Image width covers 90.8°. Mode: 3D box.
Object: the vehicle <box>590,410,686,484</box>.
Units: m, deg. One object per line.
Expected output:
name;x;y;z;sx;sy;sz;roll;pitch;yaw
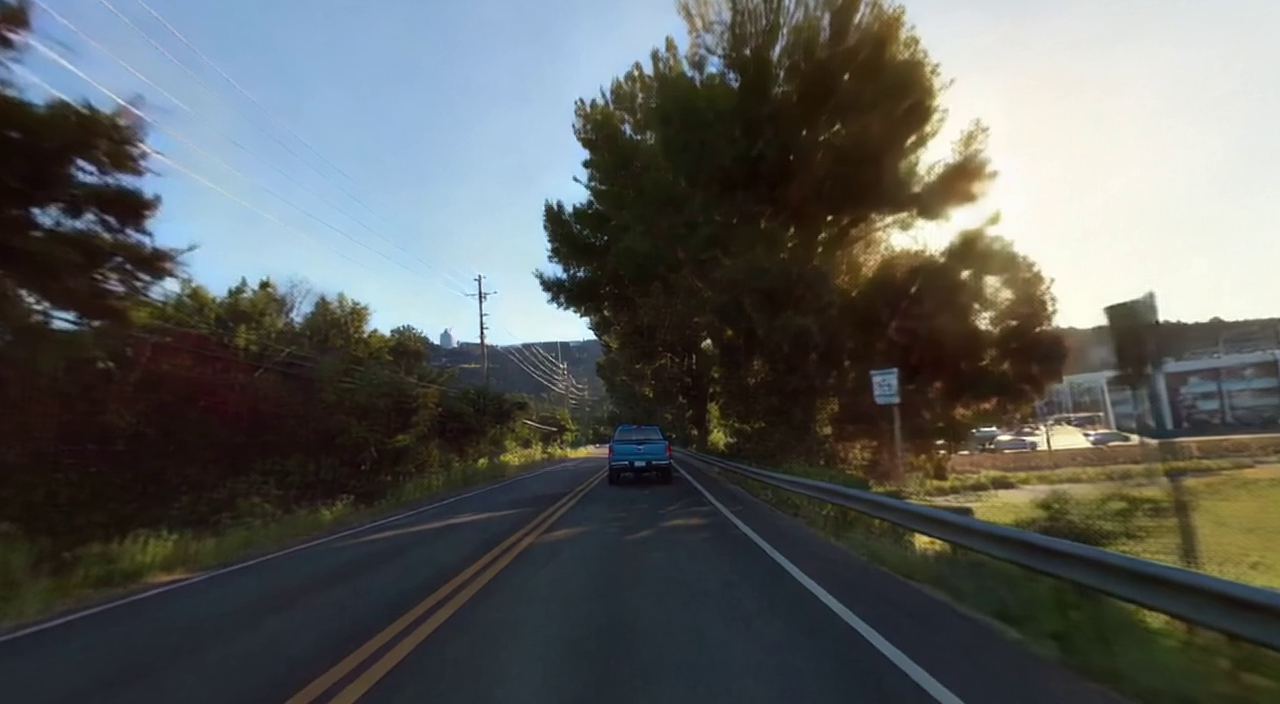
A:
vehicle;-0.098;3.569;23.870;3.021;2.326;7.410;0;-8;-1
